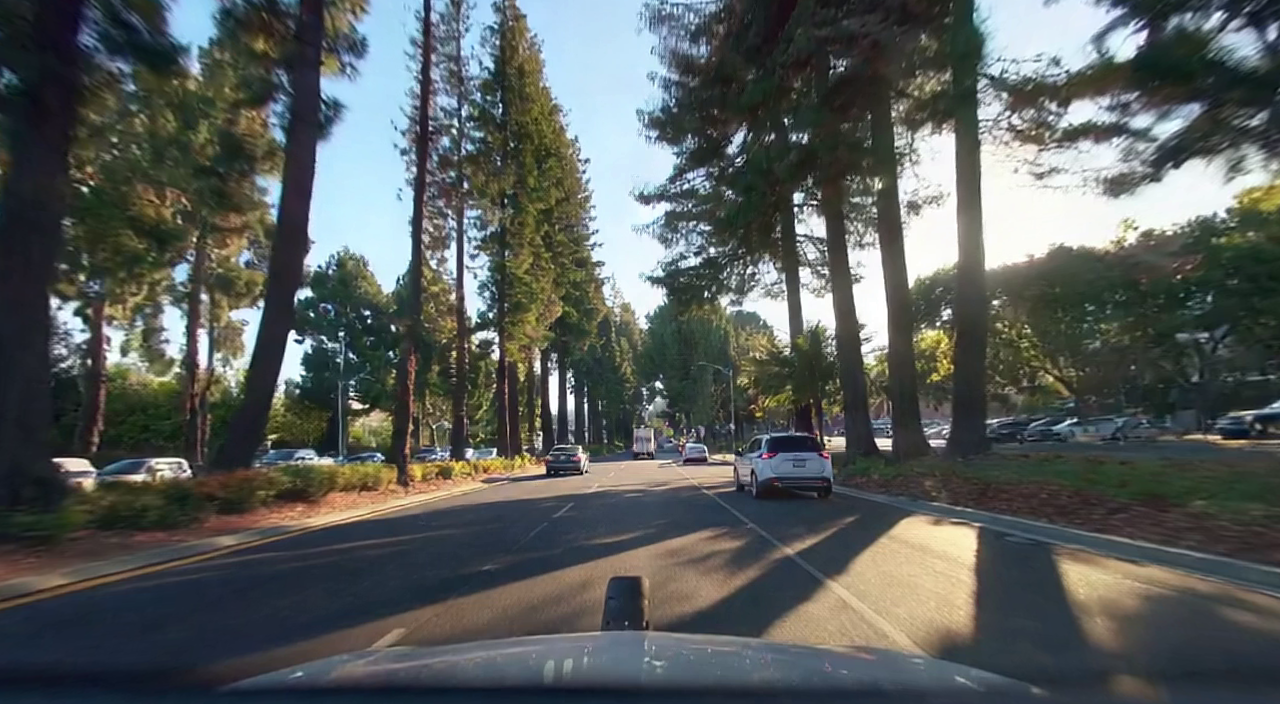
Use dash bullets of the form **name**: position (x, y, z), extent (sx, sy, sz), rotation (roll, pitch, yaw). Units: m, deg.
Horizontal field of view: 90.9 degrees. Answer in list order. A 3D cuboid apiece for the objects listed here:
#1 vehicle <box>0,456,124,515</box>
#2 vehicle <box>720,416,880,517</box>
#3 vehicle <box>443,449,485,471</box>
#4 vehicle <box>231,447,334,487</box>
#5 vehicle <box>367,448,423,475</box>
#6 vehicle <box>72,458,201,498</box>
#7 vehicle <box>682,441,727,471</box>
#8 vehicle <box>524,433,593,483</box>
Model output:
- **vehicle**: position (-17.731, 3.714, 17.811), extent (1.969, 1.476, 5.021), rotation (0, -9, 1)
- **vehicle**: position (3.598, 2.738, 15.708), extent (2.381, 2.008, 5.971), rotation (0, -8, 0)
- **vehicle**: position (-13.472, 8.291, 48.573), extent (1.887, 1.513, 4.442), rotation (0, -9, 1)
- **vehicle**: position (-17.449, 5.599, 31.104), extent (2.124, 1.803, 4.878), rotation (0, -9, 1)
- **vehicle**: position (-17.432, 7.805, 45.152), extent (2.059, 1.780, 4.641), rotation (0, -8, 1)
- **vehicle**: position (-21.282, 5.321, 26.924), extent (1.864, 1.448, 4.375), rotation (0, -8, 0)
- **vehicle**: position (3.943, 6.472, 39.371), extent (2.280, 1.757, 4.572), rotation (0, -8, -1)
- **vehicle**: position (-3.315, 4.456, 26.789), extent (2.255, 1.940, 4.822), rotation (0, -8, 0)
